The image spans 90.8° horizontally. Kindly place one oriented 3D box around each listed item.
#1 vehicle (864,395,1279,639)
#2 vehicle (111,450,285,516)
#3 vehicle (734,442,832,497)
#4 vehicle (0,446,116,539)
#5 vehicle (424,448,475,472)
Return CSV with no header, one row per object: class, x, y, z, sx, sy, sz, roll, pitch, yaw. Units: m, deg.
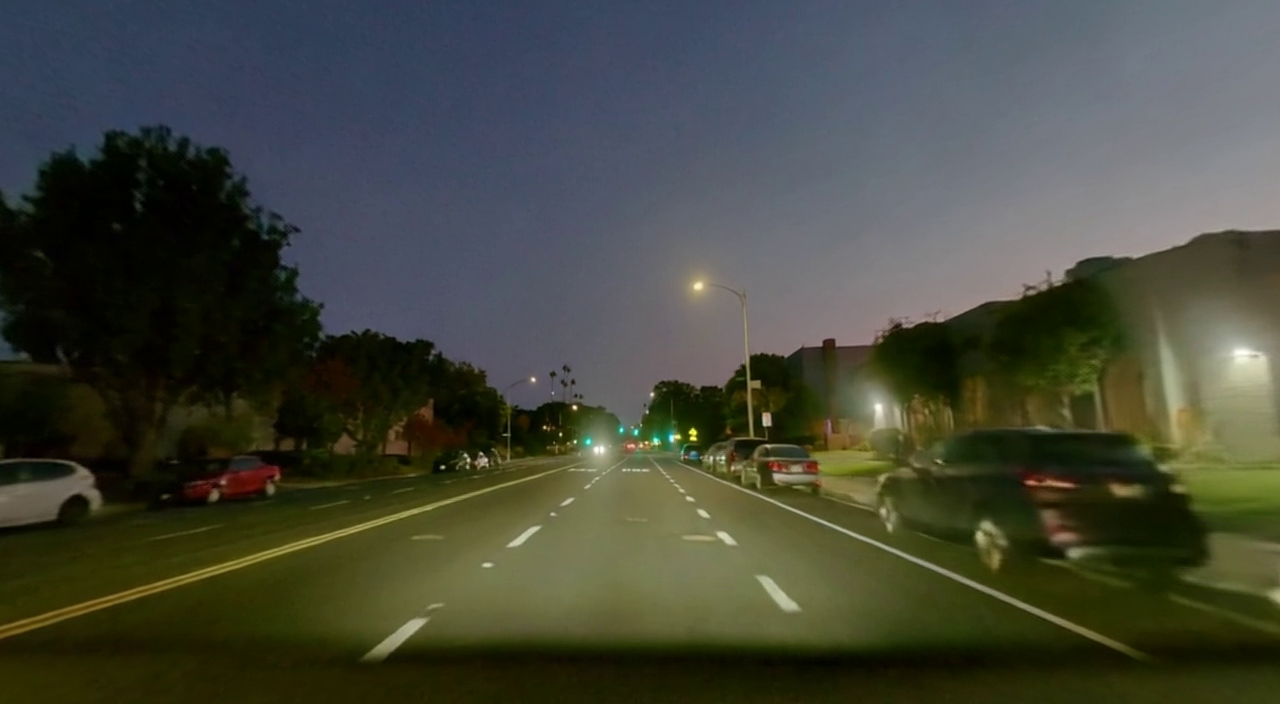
vehicle,4.309,1.521,6.912,1.994,1.725,4.676,0,-8,0
vehicle,-13.738,4.038,20.118,2.239,1.645,4.700,-3,-8,-1
vehicle,4.183,3.495,19.238,1.845,1.443,4.531,0,-8,-1
vehicle,-13.496,2.818,12.445,2.220,1.747,4.980,-3,-8,-2
vehicle,-13.913,7.896,46.496,2.163,1.641,4.875,0,-8,0
